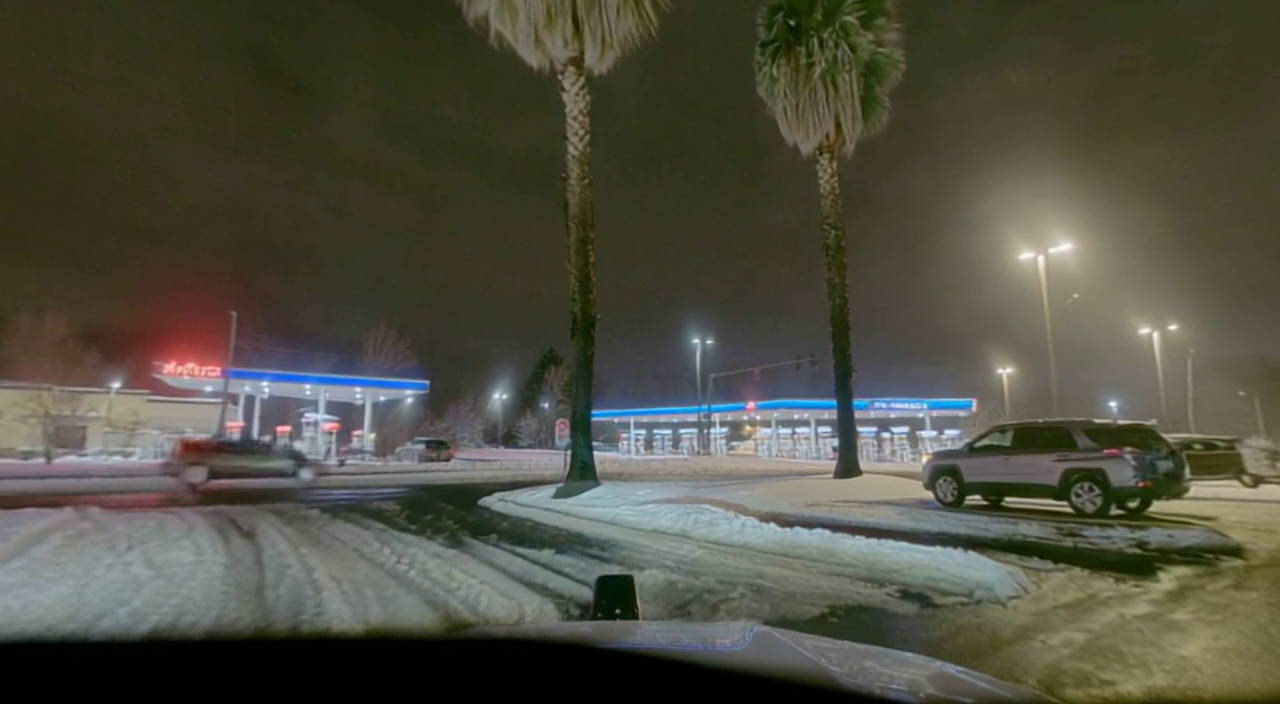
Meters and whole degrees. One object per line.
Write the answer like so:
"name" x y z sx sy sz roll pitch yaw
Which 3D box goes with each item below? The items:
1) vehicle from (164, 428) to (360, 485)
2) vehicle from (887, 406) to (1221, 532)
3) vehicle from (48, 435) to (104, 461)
"vehicle" -11.160 3.079 18.889 4.758 1.497 1.856 6 -10 -34
"vehicle" 7.423 2.090 11.903 2.028 1.850 4.731 6 -10 -35
"vehicle" -34.082 5.812 38.257 1.901 1.463 3.948 5 -10 -33
